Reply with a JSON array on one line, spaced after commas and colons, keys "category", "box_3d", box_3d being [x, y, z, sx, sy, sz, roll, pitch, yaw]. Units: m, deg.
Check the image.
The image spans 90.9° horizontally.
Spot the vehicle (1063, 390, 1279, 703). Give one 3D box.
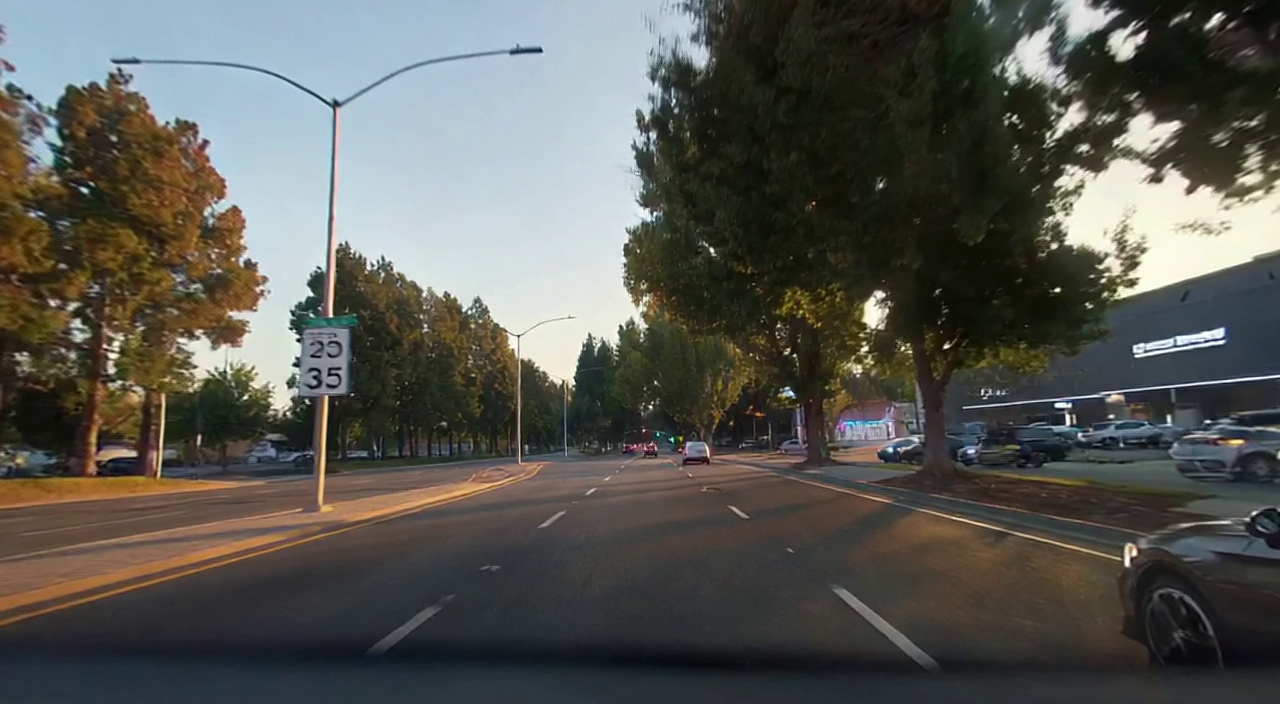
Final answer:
[{"category": "vehicle", "box_3d": [3.521, 0.744, 1.318, 1.995, 1.528, 4.732, 0, -8, 0]}]

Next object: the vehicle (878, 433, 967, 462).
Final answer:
[{"category": "vehicle", "box_3d": [17.506, 5.953, 39.225, 4.475, 1.739, 2.151, 0, -8, -1]}]

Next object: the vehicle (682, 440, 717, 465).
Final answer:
[{"category": "vehicle", "box_3d": [4.178, 7.104, 44.613, 2.007, 1.683, 4.171, 0, -8, -1]}]
